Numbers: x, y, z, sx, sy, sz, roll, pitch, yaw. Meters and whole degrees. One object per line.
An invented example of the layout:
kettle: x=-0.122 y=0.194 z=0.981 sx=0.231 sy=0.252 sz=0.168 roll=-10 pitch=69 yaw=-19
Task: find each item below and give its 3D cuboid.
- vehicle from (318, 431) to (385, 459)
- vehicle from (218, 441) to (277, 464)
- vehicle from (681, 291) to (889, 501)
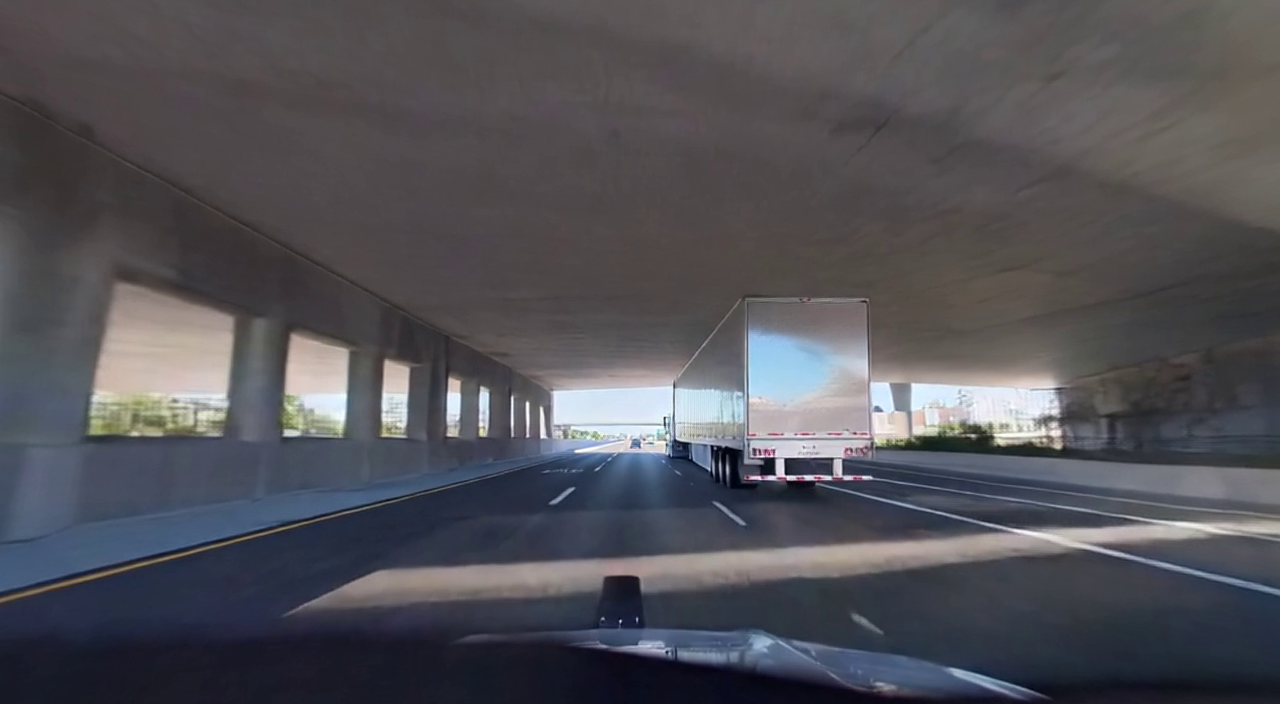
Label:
vehicle: x=-17.741 y=5.756 z=39.065 sx=2.164 sy=1.606 sz=4.065 roll=0 pitch=-9 yaw=0
vehicle: x=-25.838 y=6.619 z=41.704 sx=1.556 sy=1.394 sz=3.502 roll=0 pitch=-9 yaw=0
vehicle: x=3.360 y=2.055 z=20.662 sx=2.743 sy=4.160 sz=16.408 roll=0 pitch=-9 yaw=-1
